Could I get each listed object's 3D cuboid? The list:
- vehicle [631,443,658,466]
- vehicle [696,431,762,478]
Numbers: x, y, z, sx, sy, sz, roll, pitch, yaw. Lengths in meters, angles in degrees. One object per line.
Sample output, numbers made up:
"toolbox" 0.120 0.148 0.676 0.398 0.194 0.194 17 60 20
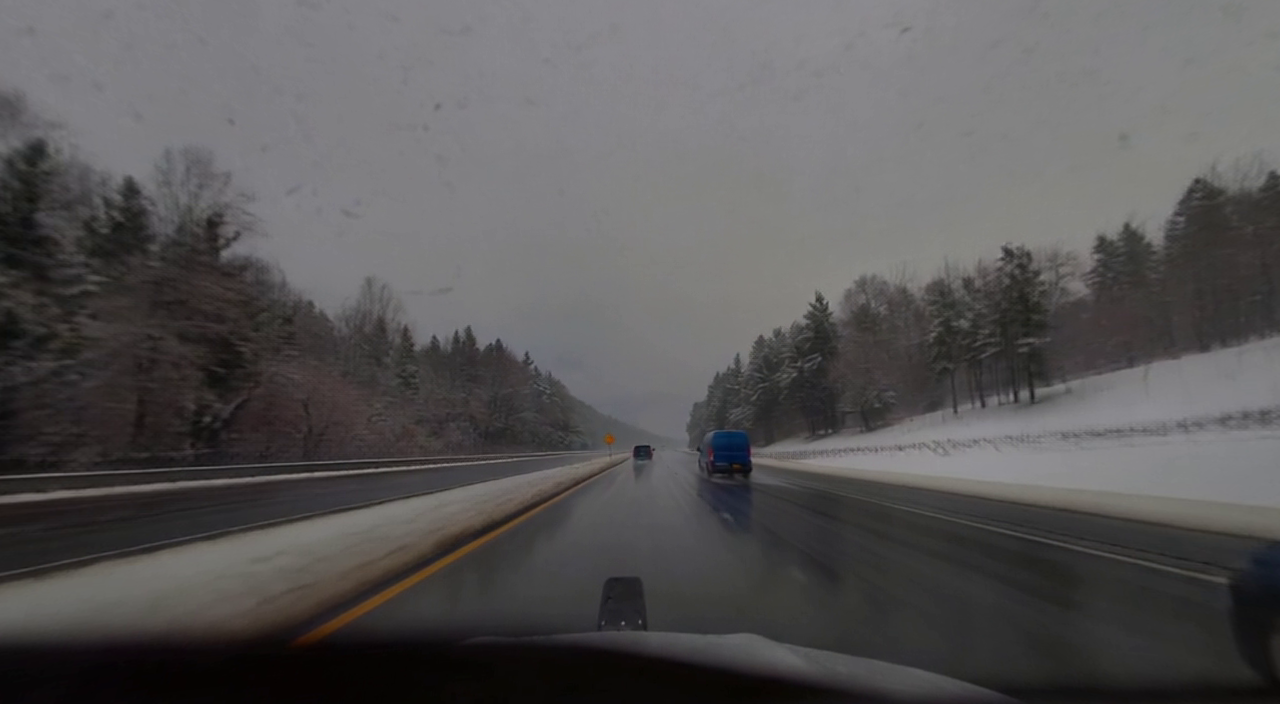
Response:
"vehicle" 0.372 8.096 49.965 2.087 1.707 4.316 0 -9 1
"vehicle" 4.131 4.899 30.281 2.371 2.045 4.768 0 -9 -1
